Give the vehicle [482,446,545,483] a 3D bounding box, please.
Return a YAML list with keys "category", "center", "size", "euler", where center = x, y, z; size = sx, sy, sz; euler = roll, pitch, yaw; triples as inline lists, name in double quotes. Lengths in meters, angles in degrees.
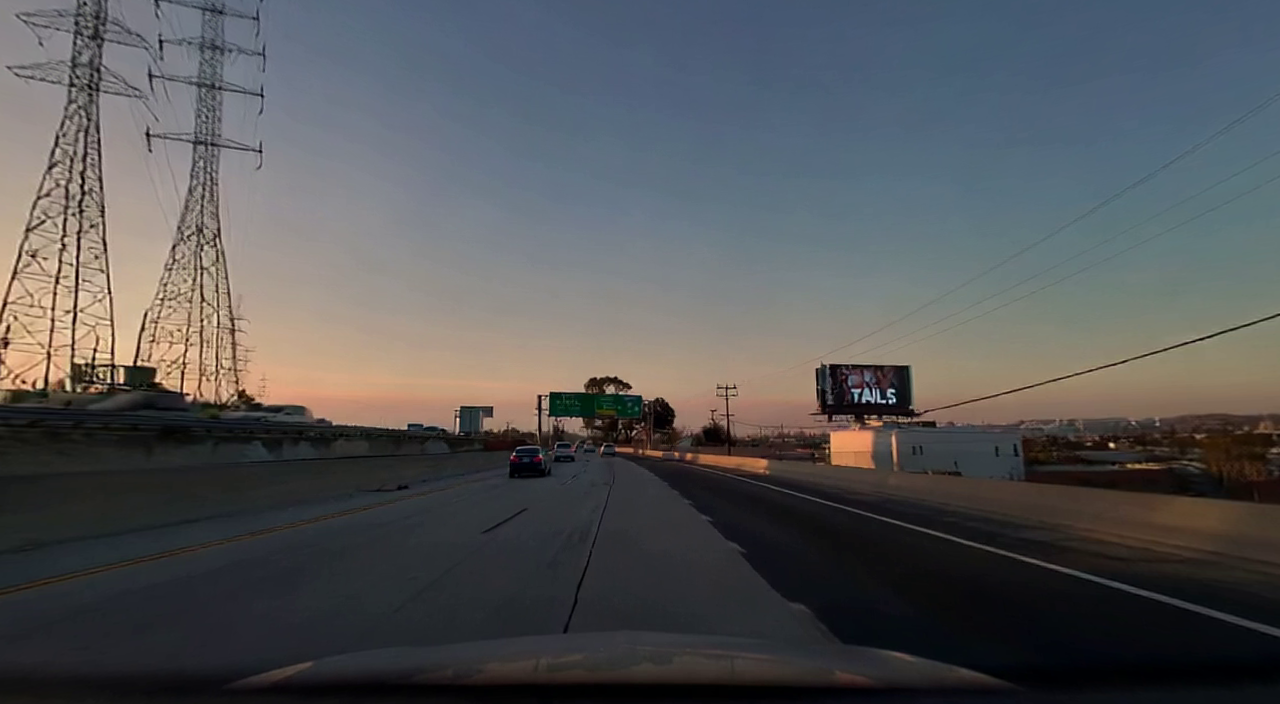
- category: "vehicle"
  center: [-5.265, 4.734, 26.868]
  size: [1.921, 1.420, 4.078]
  euler: [0, -9, -1]
